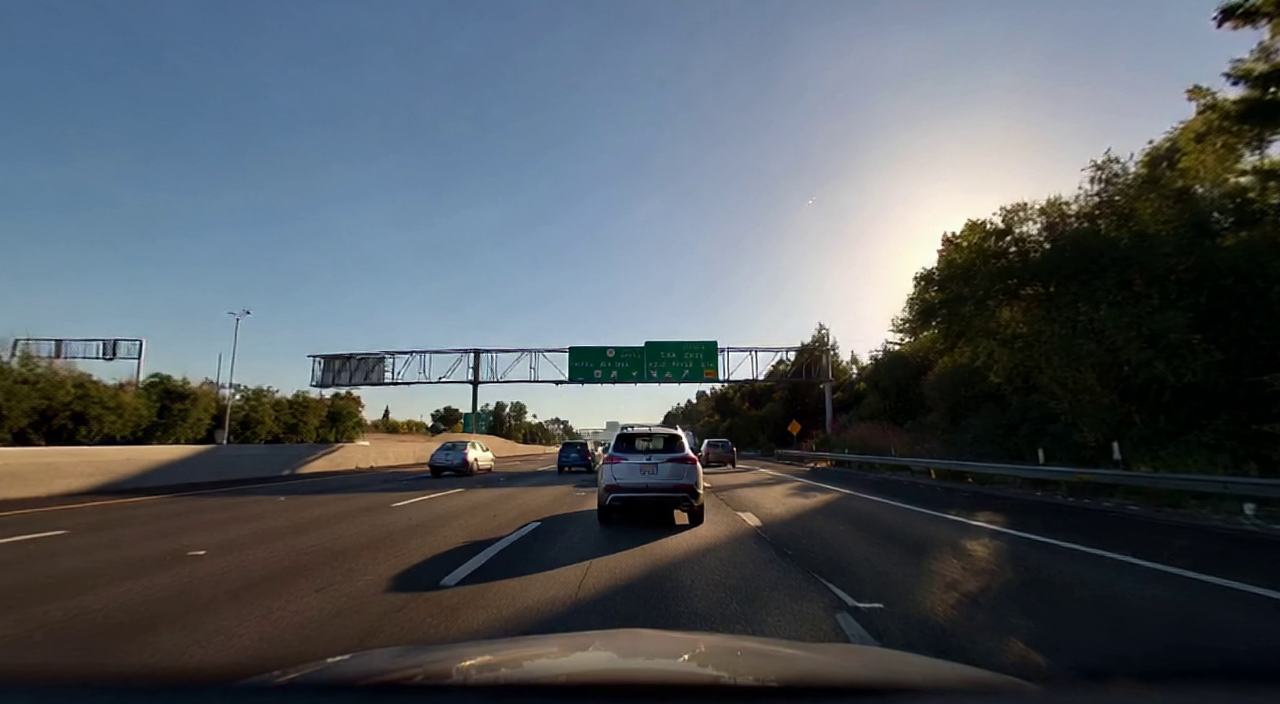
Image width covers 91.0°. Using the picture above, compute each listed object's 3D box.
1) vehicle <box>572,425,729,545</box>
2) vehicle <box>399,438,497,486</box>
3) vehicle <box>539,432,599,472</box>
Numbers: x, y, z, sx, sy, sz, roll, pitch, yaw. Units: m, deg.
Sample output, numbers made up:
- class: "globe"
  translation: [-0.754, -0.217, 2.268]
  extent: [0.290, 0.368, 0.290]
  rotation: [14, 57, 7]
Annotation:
- class: "vehicle"
  translation: [0.134, 2.023, 10.184]
  extent: [2.044, 1.554, 3.824]
  rotation: [0, -9, 0]
- class: "vehicle"
  translation: [-6.914, 4.009, 23.271]
  extent: [2.035, 1.558, 4.773]
  rotation: [0, -9, 1]
- class: "vehicle"
  translation: [-3.445, 5.041, 31.823]
  extent: [2.286, 1.825, 5.380]
  rotation: [0, -9, 1]
